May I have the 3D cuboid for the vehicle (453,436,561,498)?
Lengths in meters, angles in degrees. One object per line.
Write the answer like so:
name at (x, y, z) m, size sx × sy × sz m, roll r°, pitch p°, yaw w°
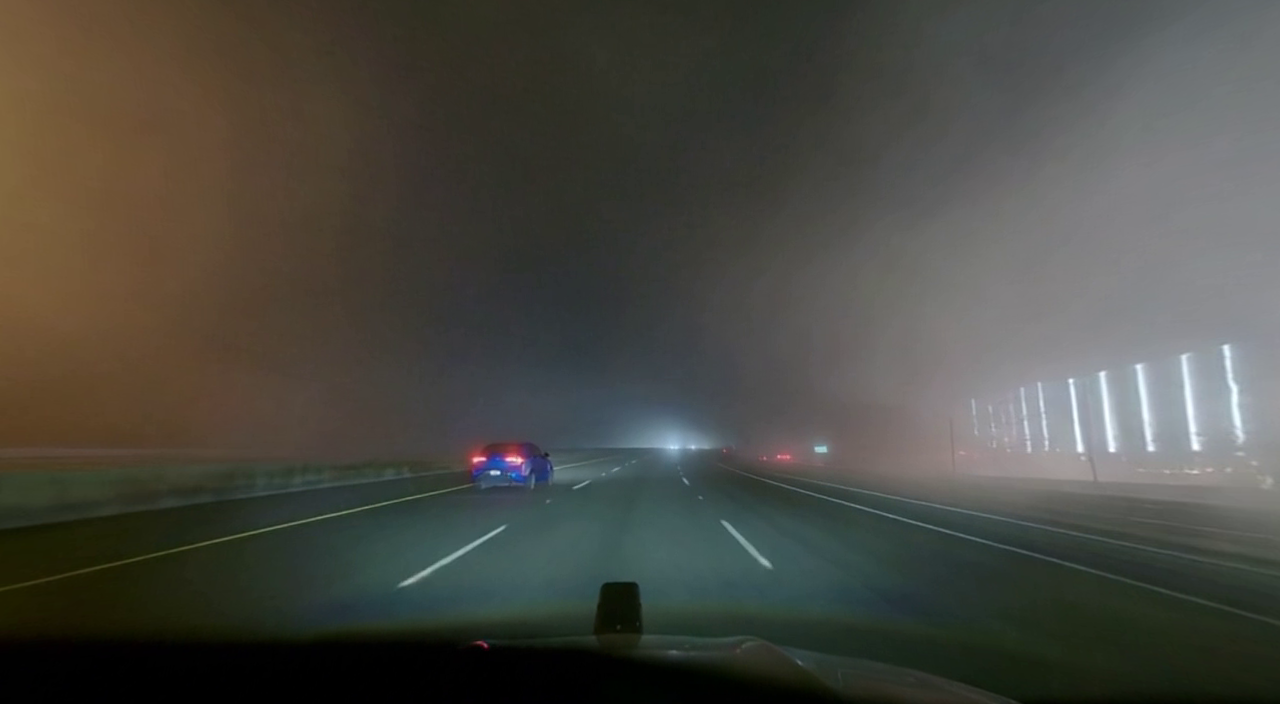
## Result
vehicle at (-3.744, 3.339, 18.781) m, size 2.087 × 1.566 × 4.756 m, roll 0°, pitch -9°, yaw 2°
